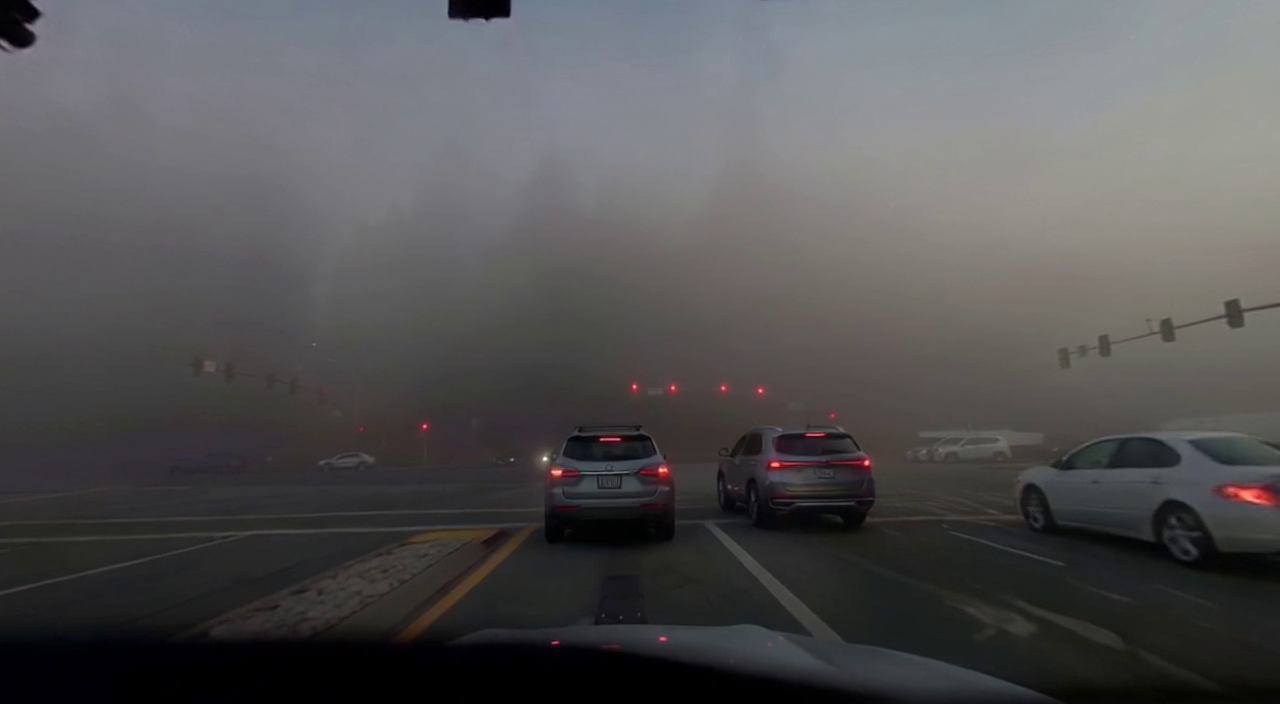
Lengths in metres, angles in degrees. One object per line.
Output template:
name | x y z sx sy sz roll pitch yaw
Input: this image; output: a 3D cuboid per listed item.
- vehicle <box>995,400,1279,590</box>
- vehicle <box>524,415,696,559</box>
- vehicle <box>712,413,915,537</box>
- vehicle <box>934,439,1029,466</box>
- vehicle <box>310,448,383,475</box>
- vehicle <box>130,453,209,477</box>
vehicle | 6.059 1.446 6.992 1.690 1.538 4.313 0 -9 -1
vehicle | -0.435 1.915 9.659 2.039 1.698 4.144 0 -9 -2
vehicle | 2.801 2.132 11.506 2.228 1.798 4.370 0 -9 -3
vehicle | 25.816 7.622 47.909 5.895 1.921 2.150 0 -9 0
vehicle | -19.779 7.367 42.556 4.318 1.712 2.188 -4 -10 26
vehicle | -33.620 8.087 45.221 4.253 1.610 1.800 -1 -9 3
